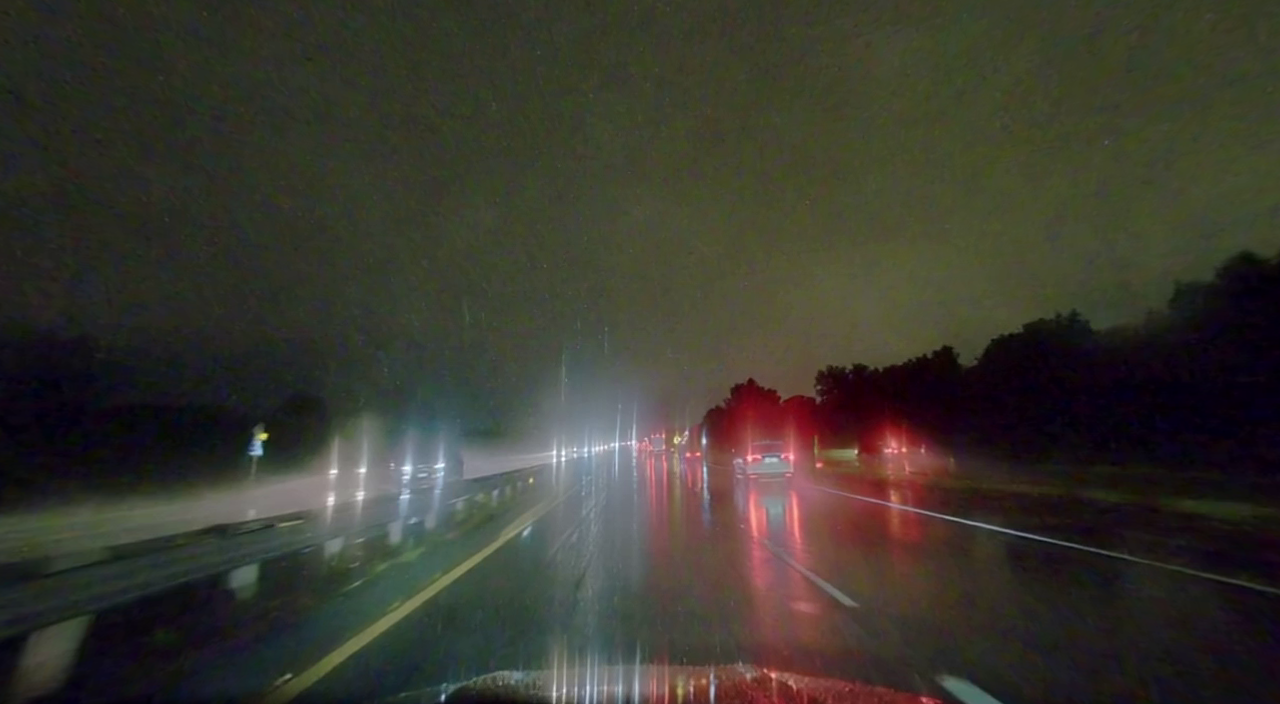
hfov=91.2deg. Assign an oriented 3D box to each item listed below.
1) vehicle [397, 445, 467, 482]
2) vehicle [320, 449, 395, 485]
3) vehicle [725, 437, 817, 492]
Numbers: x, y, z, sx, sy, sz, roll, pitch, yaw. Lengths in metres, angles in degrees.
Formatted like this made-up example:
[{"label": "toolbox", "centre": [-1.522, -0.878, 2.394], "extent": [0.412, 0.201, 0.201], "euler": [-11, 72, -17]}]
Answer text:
[{"label": "vehicle", "centre": [-9.953, 5.361, 30.401], "extent": [1.989, 1.630, 4.358], "euler": [0, -9, -1]}, {"label": "vehicle", "centre": [-14.096, 5.741, 31.604], "extent": [1.966, 1.626, 4.331], "euler": [0, -9, -3]}, {"label": "vehicle", "centre": [4.054, 3.555, 20.099], "extent": [2.001, 1.555, 4.098], "euler": [0, -9, 0]}]
